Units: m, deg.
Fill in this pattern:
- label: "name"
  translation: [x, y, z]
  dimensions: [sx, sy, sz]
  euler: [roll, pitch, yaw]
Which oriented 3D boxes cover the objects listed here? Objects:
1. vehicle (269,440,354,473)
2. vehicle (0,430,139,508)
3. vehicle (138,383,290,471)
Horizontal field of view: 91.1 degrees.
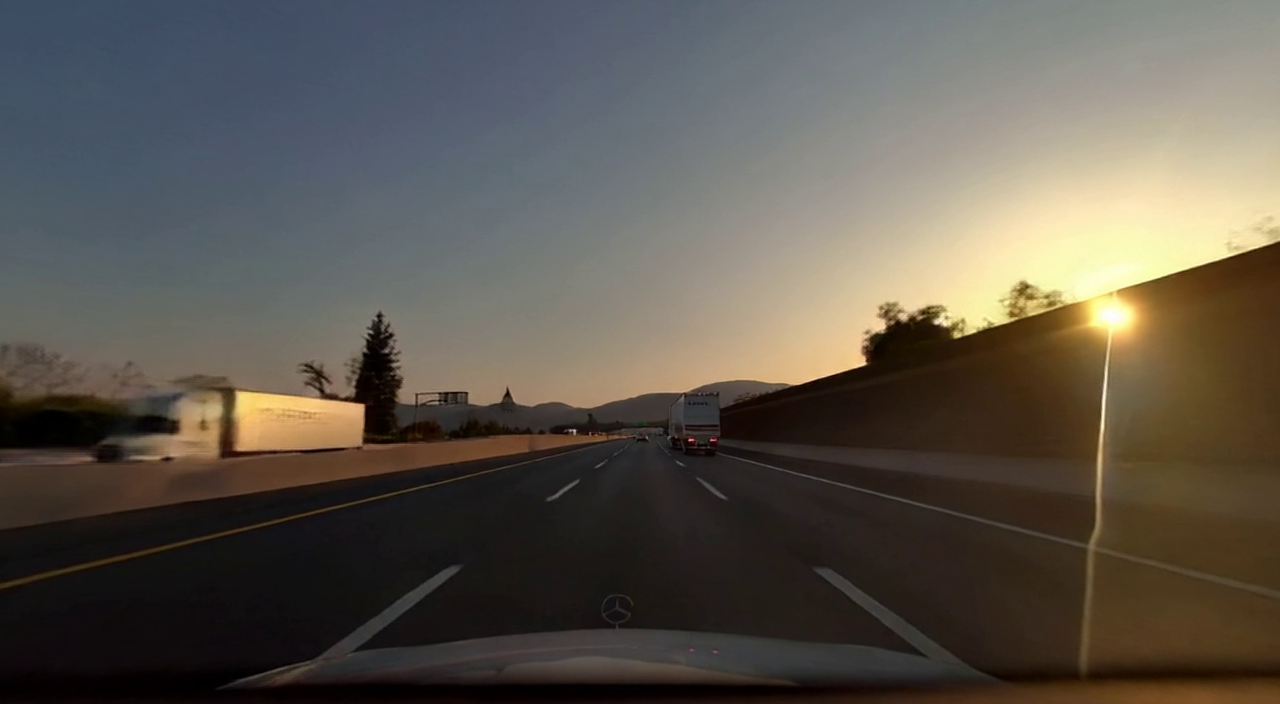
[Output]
- label: "vehicle"
  translation: [-16.168, 5.129, 31.188]
  dimensions: [1.835, 1.485, 4.359]
  euler: [0, -8, 0]
- label: "vehicle"
  translation: [-13.737, 2.517, 13.835]
  dimensions: [1.847, 1.544, 4.263]
  euler: [0, -8, 1]
- label: "vehicle"
  translation: [-20.344, 3.701, 30.599]
  dimensions: [2.996, 3.848, 6.056]
  euler: [0, -8, 0]
